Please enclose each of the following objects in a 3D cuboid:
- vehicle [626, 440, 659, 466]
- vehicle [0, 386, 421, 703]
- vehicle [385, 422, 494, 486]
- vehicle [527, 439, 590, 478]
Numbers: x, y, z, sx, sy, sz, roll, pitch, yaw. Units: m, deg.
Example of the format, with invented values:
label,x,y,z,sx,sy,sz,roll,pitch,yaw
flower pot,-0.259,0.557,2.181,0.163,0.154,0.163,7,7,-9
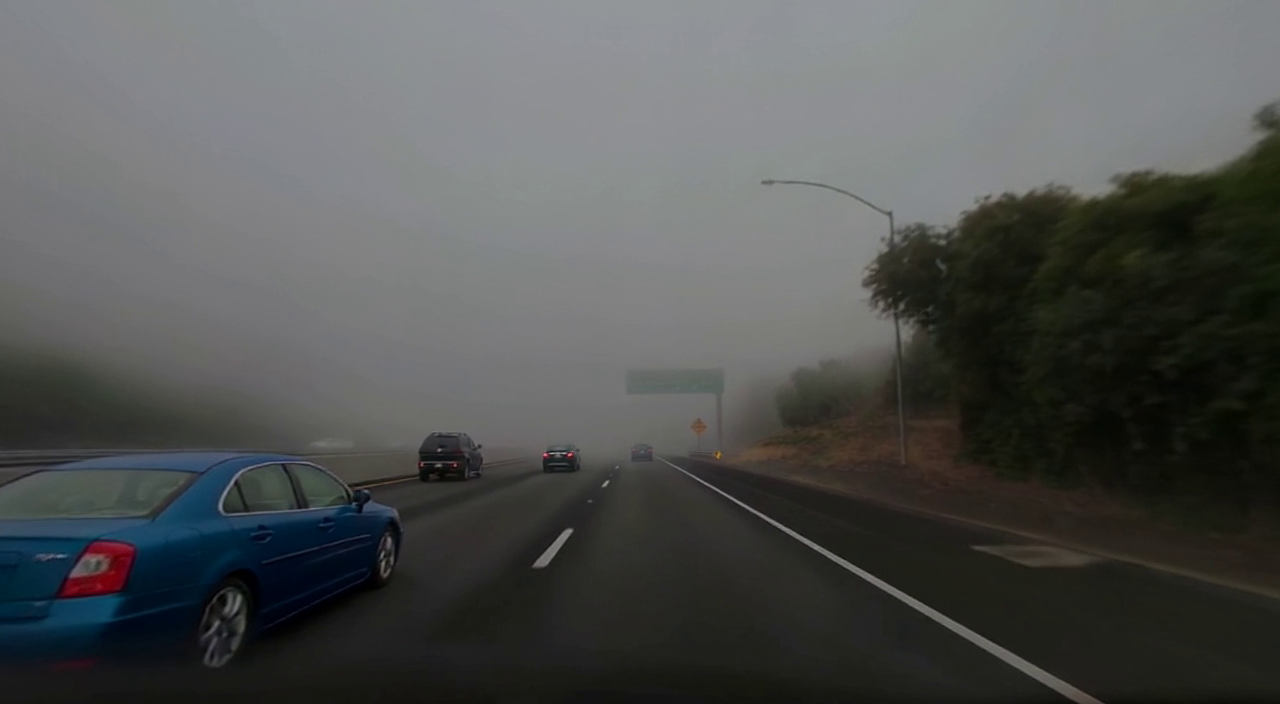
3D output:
label,x,y,z,sx,sy,sz,roll,pitch,yaw
vehicle,0.112,6.417,40.263,2.018,1.508,4.087,0,-8,-1
vehicle,-3.318,1.194,4.359,2.025,1.506,4.429,0,-8,0
vehicle,-6.972,3.617,22.668,2.171,1.982,5.246,0,-8,0
vehicle,-3.362,4.481,26.945,2.068,1.501,4.395,0,-8,0
